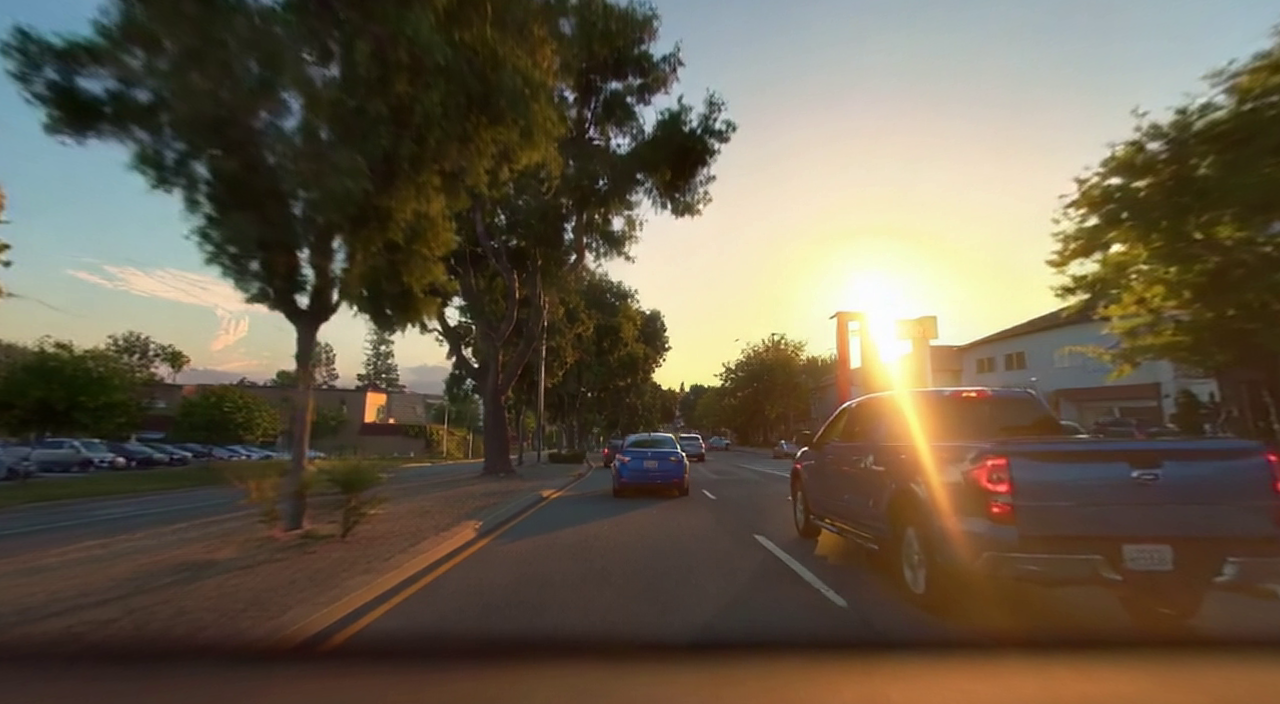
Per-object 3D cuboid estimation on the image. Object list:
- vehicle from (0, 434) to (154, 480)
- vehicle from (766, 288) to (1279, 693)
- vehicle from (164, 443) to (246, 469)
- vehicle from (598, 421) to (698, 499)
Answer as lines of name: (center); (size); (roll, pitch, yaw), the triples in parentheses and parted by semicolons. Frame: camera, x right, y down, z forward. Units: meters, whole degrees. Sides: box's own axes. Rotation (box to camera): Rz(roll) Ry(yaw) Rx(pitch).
vehicle: (-32.204, 5.975, 35.994); (2.664, 2.215, 7.903); (-3, -9, -1)
vehicle: (3.306, 1.134, 6.341); (2.731, 2.101, 6.047); (0, -8, -1)
vehicle: (-28.119, 6.754, 40.765); (3.894, 1.527, 1.872); (-1, -10, -1)
vehicle: (0.159, 2.619, 15.592); (2.145, 1.650, 4.021); (0, -8, 0)
